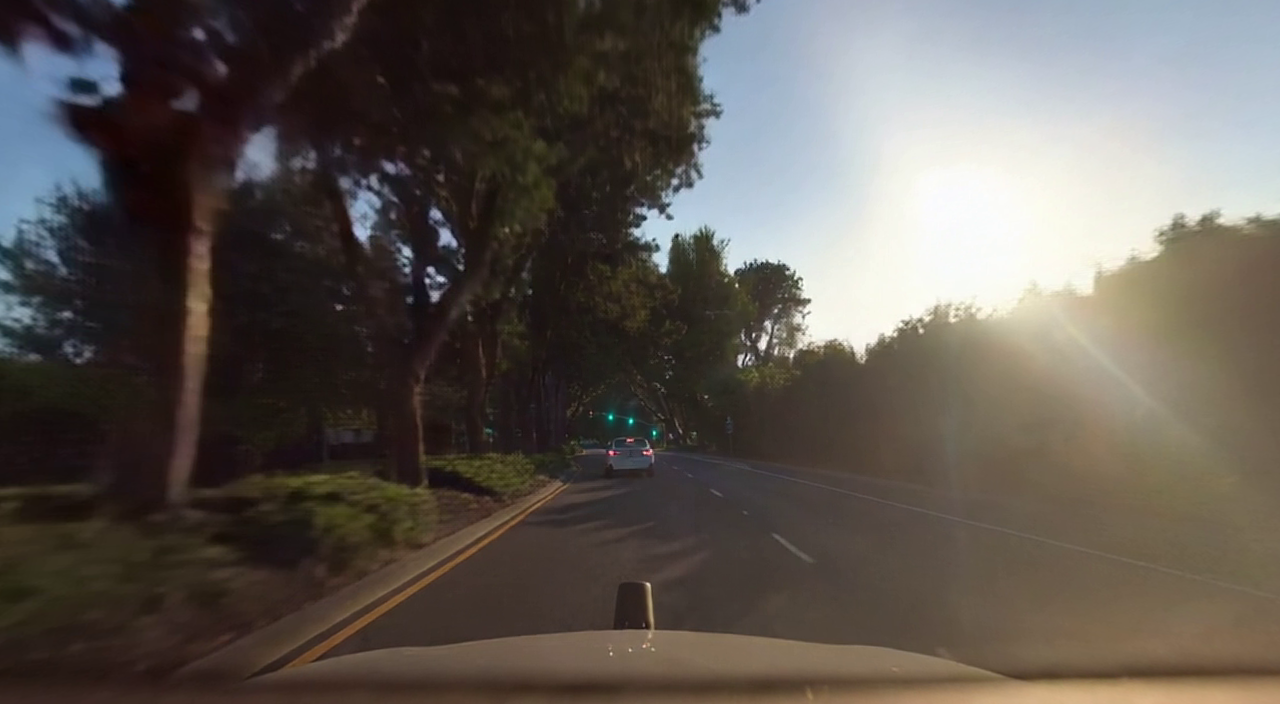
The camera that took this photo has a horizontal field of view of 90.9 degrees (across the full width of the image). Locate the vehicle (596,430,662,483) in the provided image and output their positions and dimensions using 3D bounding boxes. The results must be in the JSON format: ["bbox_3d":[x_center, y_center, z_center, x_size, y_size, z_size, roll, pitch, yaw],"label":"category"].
[{"bbox_3d":[-0.402,3.811,23.195,2.192,1.734,4.176,0,-8,-1],"label":"vehicle"}]
